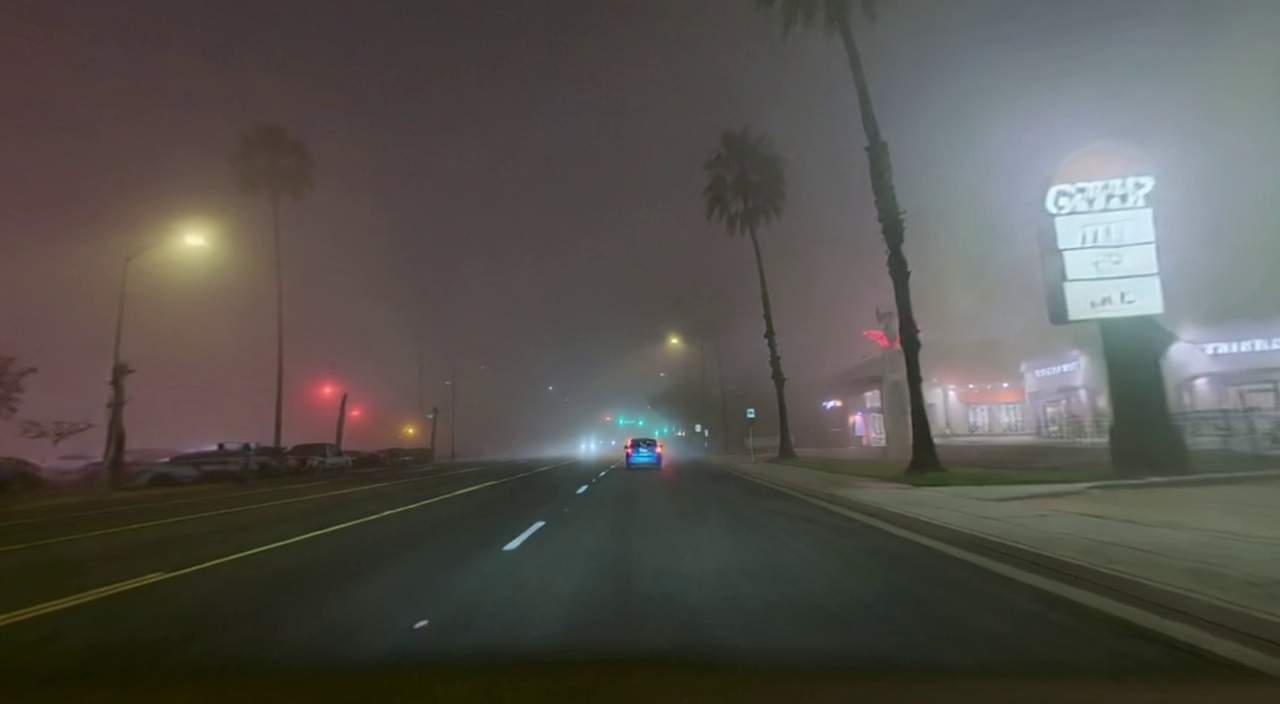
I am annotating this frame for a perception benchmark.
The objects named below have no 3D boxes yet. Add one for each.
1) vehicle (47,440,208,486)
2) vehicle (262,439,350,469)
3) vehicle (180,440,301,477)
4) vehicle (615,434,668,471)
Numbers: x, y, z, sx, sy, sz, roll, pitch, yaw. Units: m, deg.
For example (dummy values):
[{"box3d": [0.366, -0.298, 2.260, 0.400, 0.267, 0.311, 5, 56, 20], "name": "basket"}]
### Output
[{"box3d": [-22.078, 4.763, 27.226, 4.961, 1.894, 2.256, 0, -8, 0], "name": "vehicle"}, {"box3d": [-21.845, 6.666, 41.168, 4.536, 1.838, 2.042, 0, -8, 2], "name": "vehicle"}, {"box3d": [-21.323, 5.675, 33.676, 4.979, 1.893, 2.084, 0, -8, -2], "name": "vehicle"}, {"box3d": [0.062, 4.380, 27.539, 2.144, 1.514, 4.063, 0, -8, 0], "name": "vehicle"}]
